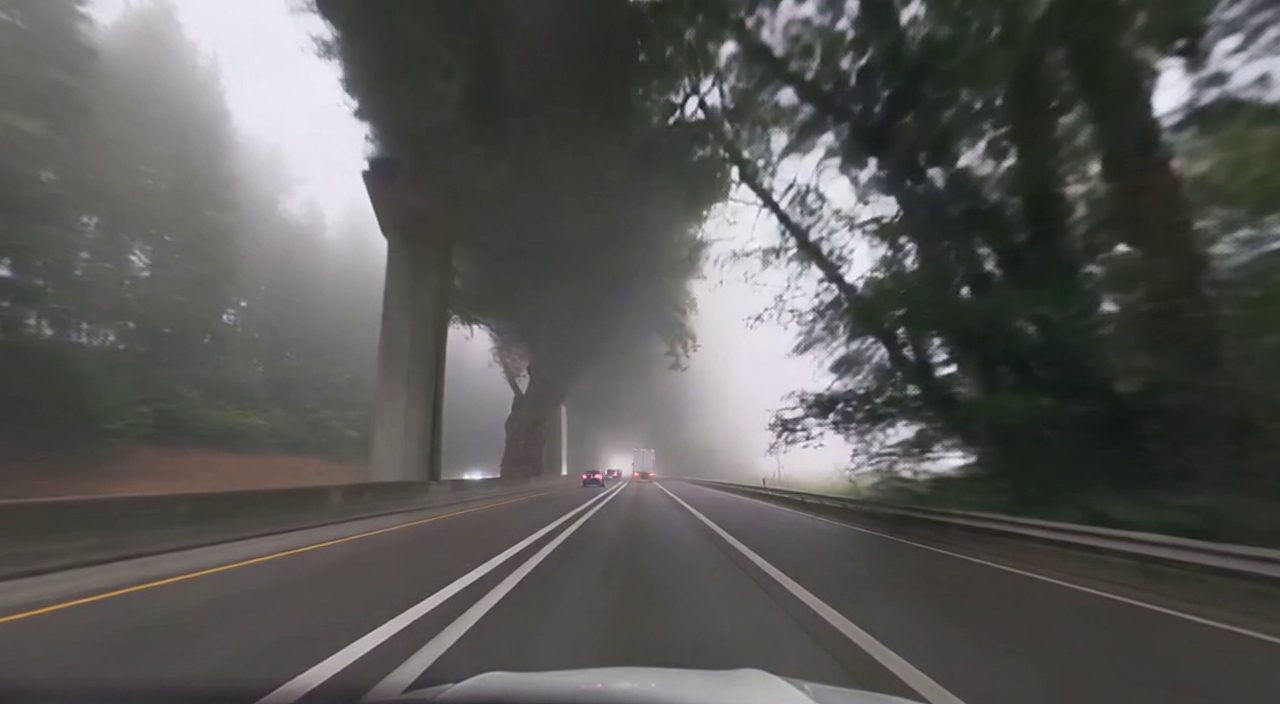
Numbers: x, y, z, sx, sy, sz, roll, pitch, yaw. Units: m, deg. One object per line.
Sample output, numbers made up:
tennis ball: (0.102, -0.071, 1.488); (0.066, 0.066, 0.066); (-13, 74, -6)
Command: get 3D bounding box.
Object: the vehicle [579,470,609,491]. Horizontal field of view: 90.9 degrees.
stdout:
vehicle: (-3.498, 9.816, 48.332); (1.976, 1.514, 3.917); (1, -11, 0)
